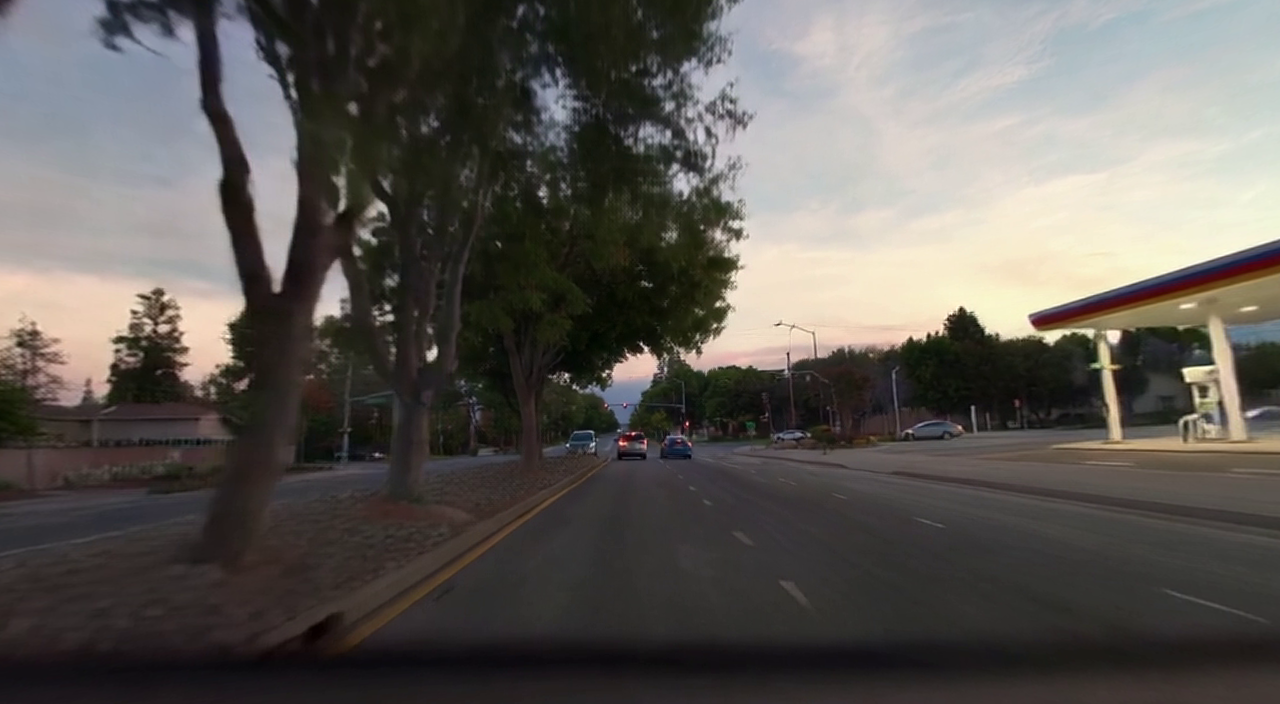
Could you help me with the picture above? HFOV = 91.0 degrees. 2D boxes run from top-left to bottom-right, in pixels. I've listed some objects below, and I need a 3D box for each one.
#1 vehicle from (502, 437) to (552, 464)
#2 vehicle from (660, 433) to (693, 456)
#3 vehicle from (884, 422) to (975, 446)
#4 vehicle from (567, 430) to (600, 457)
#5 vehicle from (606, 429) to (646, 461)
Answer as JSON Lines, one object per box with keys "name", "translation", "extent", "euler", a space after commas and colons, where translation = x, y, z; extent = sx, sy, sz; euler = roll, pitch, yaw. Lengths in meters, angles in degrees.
{"name": "vehicle", "translation": [-6.357, 5.594, 35.977], "extent": [2.033, 1.442, 4.668], "euler": [0, -8, -1]}
{"name": "vehicle", "translation": [2.721, 7.018, 47.884], "extent": [2.103, 1.647, 4.318], "euler": [0, -8, -2]}
{"name": "vehicle", "translation": [18.001, 5.114, 39.266], "extent": [4.660, 1.462, 2.034], "euler": [0, -8, 0]}
{"name": "vehicle", "translation": [-4.006, 6.608, 45.284], "extent": [2.139, 1.851, 3.970], "euler": [0, -8, -2]}
{"name": "vehicle", "translation": [-0.757, 5.348, 36.245], "extent": [2.146, 1.742, 4.095], "euler": [0, -8, 0]}
